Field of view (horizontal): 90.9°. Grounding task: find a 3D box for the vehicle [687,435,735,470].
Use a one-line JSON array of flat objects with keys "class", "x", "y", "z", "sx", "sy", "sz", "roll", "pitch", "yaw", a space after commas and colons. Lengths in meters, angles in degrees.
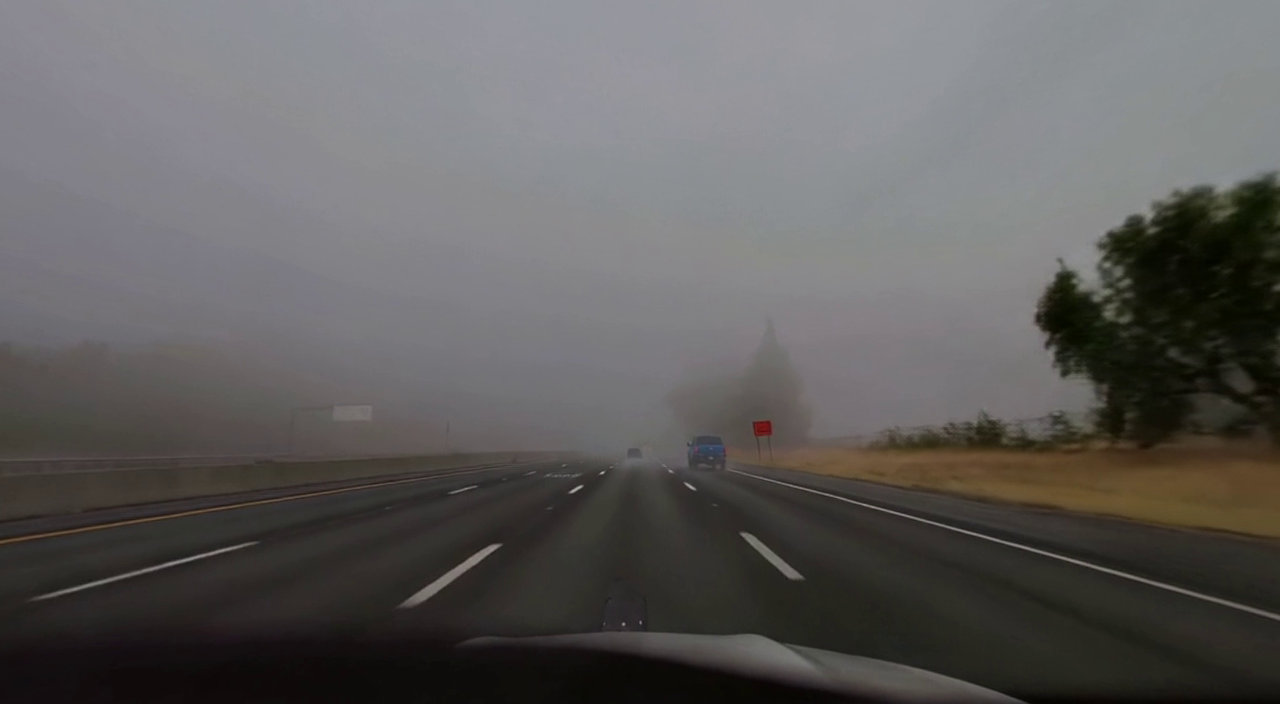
[{"class": "vehicle", "x": 4.107, "y": 5.944, "z": 37.475, "sx": 2.172, "sy": 1.930, "sz": 4.879, "roll": 0, "pitch": -8, "yaw": -1}]
